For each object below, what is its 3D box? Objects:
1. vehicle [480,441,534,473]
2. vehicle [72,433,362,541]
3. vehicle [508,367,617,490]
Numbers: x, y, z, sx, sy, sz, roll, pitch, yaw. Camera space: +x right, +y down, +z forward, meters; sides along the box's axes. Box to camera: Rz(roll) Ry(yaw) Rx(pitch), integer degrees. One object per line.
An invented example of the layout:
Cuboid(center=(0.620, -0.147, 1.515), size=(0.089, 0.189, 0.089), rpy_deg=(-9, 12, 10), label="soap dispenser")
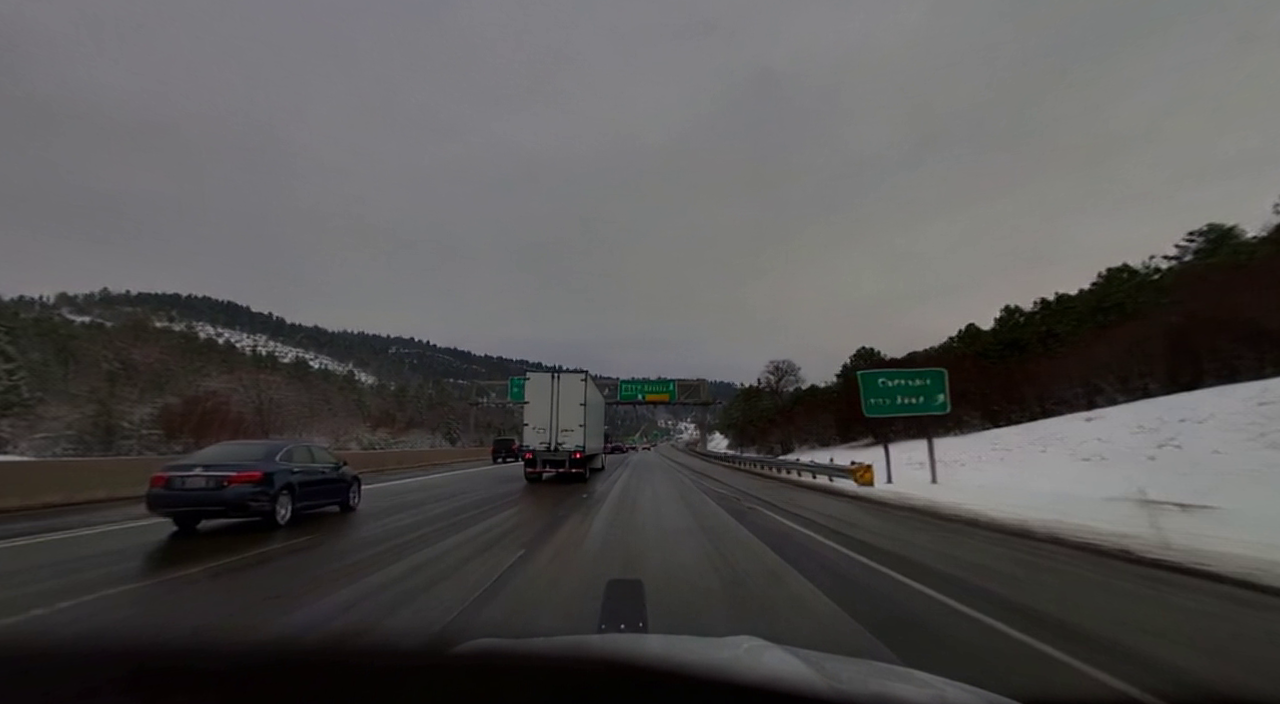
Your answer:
Cuboid(center=(-7.164, 5.664, 34.344), size=(1.949, 1.604, 4.456), rpy_deg=(0, -9, 0), label="vehicle")
Cuboid(center=(-6.986, 2.243, 11.211), size=(1.911, 1.494, 4.555), rpy_deg=(0, -9, 1), label="vehicle")
Cuboid(center=(-3.017, 3.888, 30.480), size=(3.202, 4.352, 16.251), rpy_deg=(0, -9, 0), label="vehicle")
